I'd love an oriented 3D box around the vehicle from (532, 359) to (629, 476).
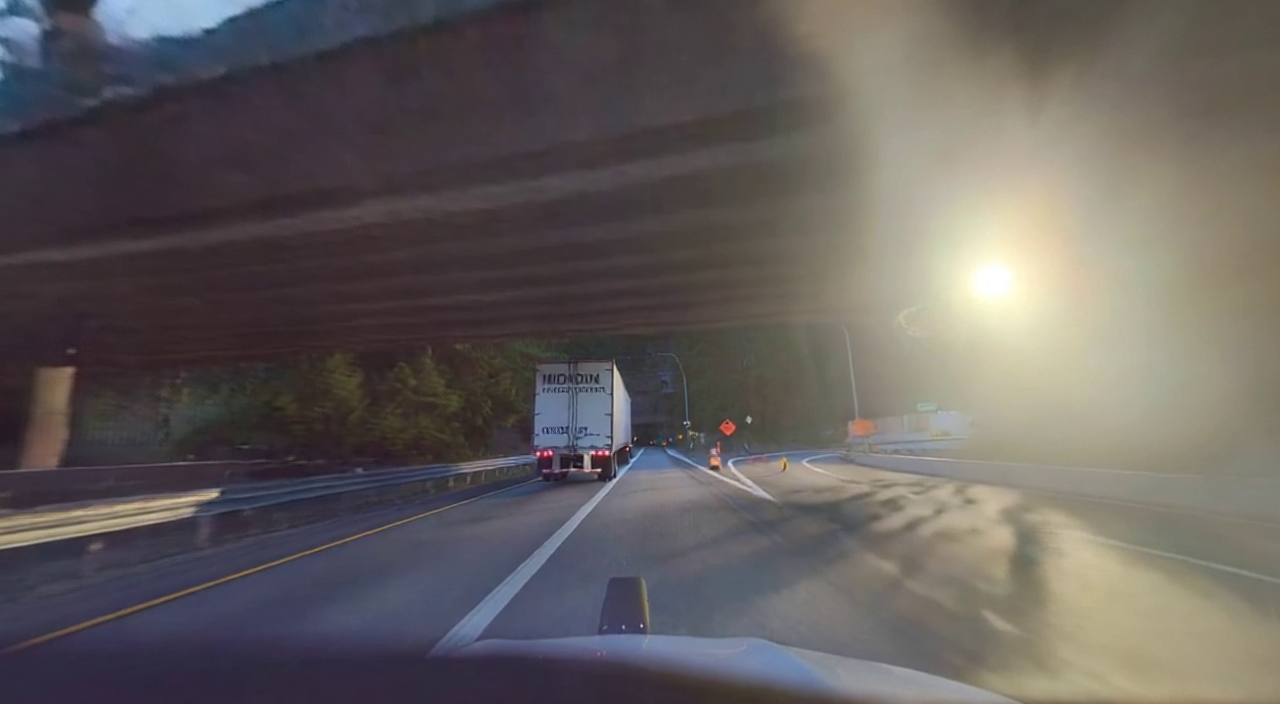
[{"bbox_3d":[-2.275,3.694,30.469,2.873,4.060,16.327,-2,-10,1],"label":"vehicle"}]
